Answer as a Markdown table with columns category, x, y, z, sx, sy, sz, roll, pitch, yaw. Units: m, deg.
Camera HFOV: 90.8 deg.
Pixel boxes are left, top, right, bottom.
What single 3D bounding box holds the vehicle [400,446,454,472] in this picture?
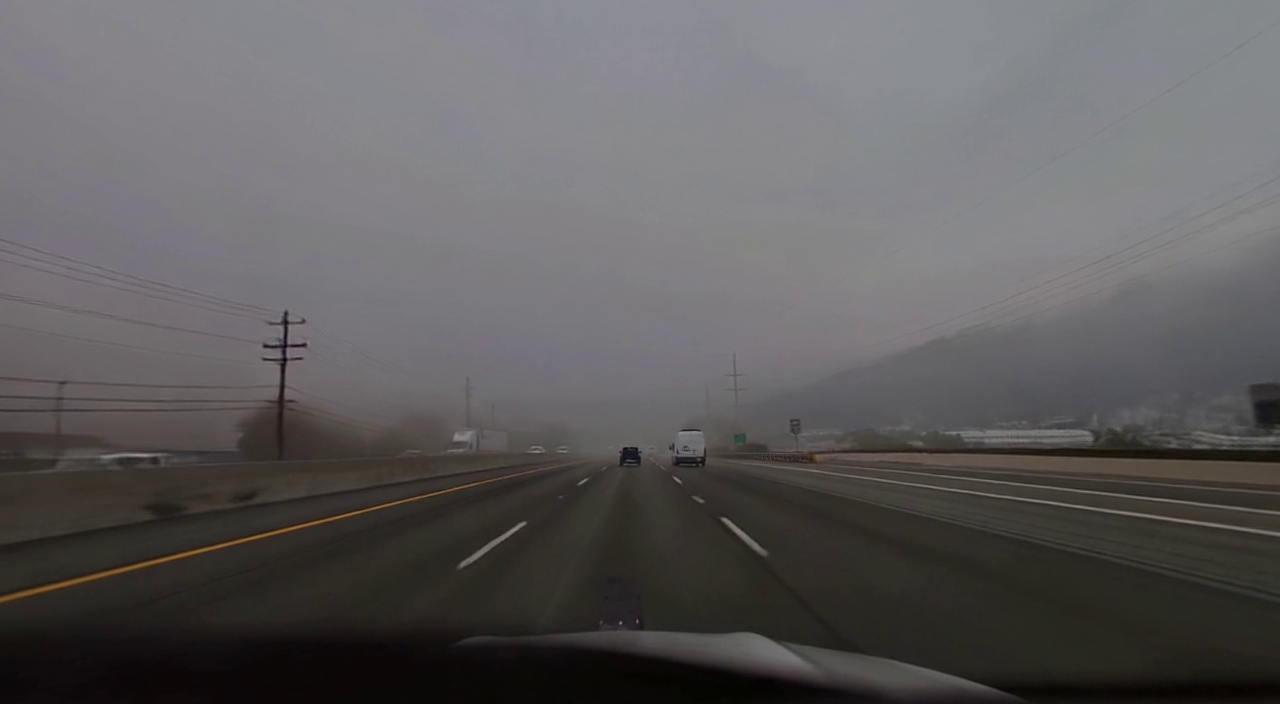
| category | x | y | z | sx | sy | sz | roll | pitch | yaw |
| --- | --- | --- | --- | --- | --- | --- | --- | --- | --- |
| vehicle | -13.864 | 6.952 | 41.309 | 1.968 | 1.563 | 4.376 | 0 | -9 | 0 |

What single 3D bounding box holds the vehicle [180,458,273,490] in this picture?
| category | x | y | z | sx | sy | sz | roll | pitch | yaw |
| --- | --- | --- | --- | --- | --- | --- | --- | --- | --- |
| vehicle | -21.461 | 6.306 | 33.047 | 1.849 | 1.463 | 4.466 | 0 | -9 | 0 |

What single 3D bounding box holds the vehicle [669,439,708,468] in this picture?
| category | x | y | z | sx | sy | sz | roll | pitch | yaw |
| --- | --- | --- | --- | --- | --- | --- | --- | --- | --- |
| vehicle | 3.147 | 6.742 | 42.017 | 2.036 | 1.796 | 4.470 | 0 | -9 | -2 |

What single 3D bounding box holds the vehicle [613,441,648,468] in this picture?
| category | x | y | z | sx | sy | sz | roll | pitch | yaw |
| --- | --- | --- | --- | --- | --- | --- | --- | --- | --- |
| vehicle | -0.691 | 7.128 | 44.048 | 2.325 | 1.712 | 4.592 | 0 | -9 | -1 |
